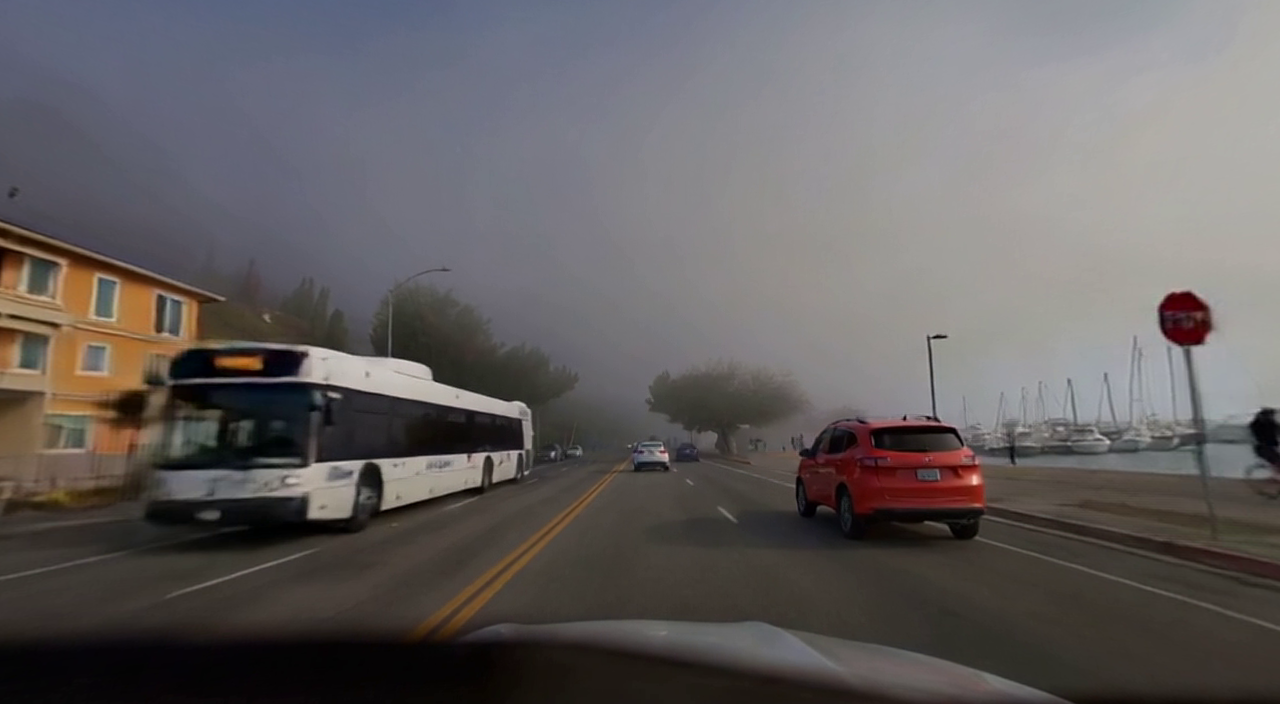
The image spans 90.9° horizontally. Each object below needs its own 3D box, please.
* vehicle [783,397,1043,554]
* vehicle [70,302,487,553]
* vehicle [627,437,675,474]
[{"bbox_3d":[3.695,1.764,9.643,2.000,1.809,4.405,-1,-8,0],"label":"vehicle"},{"bbox_3d":[-6.271,1.741,13.851,3.102,3.524,9.830,-1,-8,1],"label":"vehicle"},{"bbox_3d":[0.472,4.893,30.094,2.132,1.632,3.838,0,-8,0],"label":"vehicle"}]
